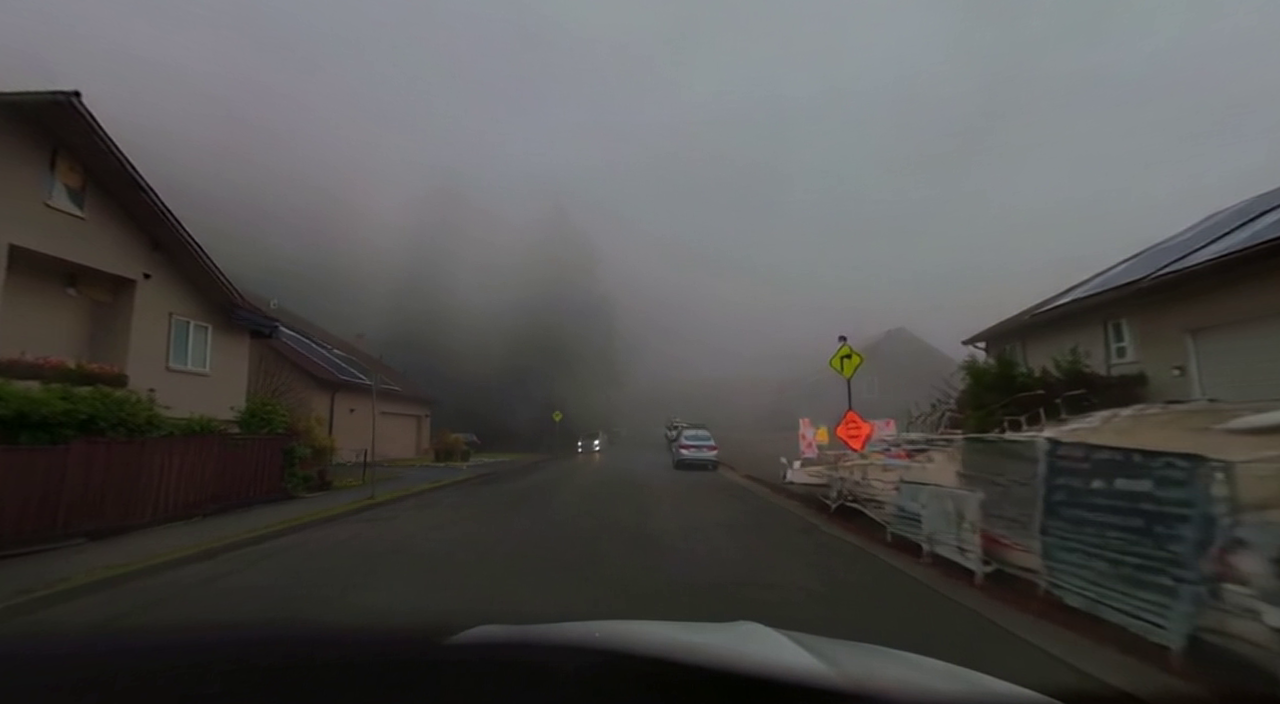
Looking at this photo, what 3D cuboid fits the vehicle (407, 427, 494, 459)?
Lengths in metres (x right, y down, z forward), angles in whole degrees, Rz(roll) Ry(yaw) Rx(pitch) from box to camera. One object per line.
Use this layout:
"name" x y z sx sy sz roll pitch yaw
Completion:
"vehicle" -10.763 5.191 35.909 4.205 1.745 2.121 -1 -8 4

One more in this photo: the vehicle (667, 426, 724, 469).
"vehicle" 2.058 3.638 24.203 1.998 1.494 3.927 0 -8 3

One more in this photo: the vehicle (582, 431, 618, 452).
"vehicle" -2.853 6.553 46.293 1.972 1.499 4.191 -1 -8 6
